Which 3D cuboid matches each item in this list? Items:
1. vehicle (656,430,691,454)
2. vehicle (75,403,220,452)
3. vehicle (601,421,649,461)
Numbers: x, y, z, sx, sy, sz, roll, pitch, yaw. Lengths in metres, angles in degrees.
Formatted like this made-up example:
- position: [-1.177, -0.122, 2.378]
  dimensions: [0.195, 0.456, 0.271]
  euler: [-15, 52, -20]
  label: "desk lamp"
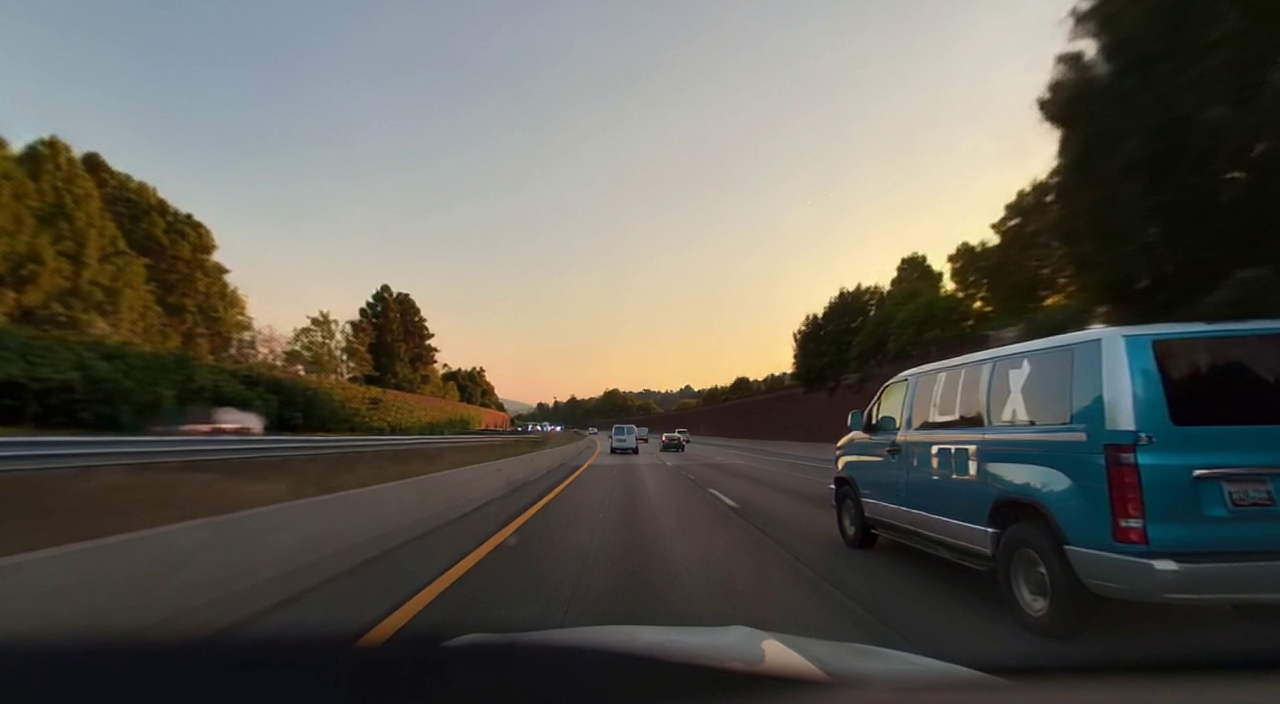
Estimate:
- position: [2.285, 6.251, 44.040]
  dimensions: [1.996, 1.589, 3.715]
  euler: [1, -8, -4]
  label: "vehicle"
- position: [-16.246, 2.551, 21.068]
  dimensions: [1.916, 1.465, 3.624]
  euler: [0, -8, -1]
  label: "vehicle"
- position: [-0.856, 4.770, 33.953]
  dimensions: [2.403, 1.994, 4.683]
  euler: [0, -8, -2]
  label: "vehicle"
